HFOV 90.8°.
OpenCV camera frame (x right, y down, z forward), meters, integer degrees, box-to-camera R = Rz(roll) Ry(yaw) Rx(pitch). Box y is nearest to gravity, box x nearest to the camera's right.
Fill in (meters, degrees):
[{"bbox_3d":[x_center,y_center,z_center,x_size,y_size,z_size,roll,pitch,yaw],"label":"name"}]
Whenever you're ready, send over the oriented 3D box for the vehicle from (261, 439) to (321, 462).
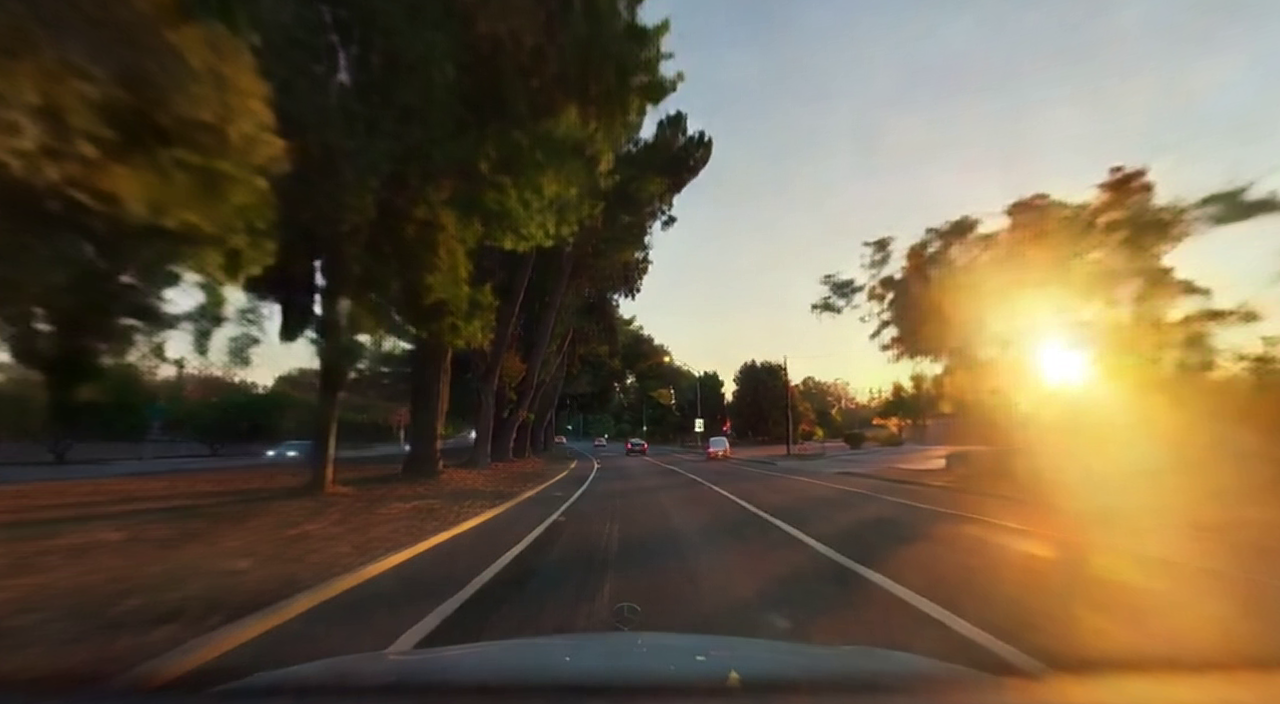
[{"bbox_3d":[-23.678,6.718,43.076,1.826,1.473,4.374,0,-8,-4],"label":"vehicle"}]
